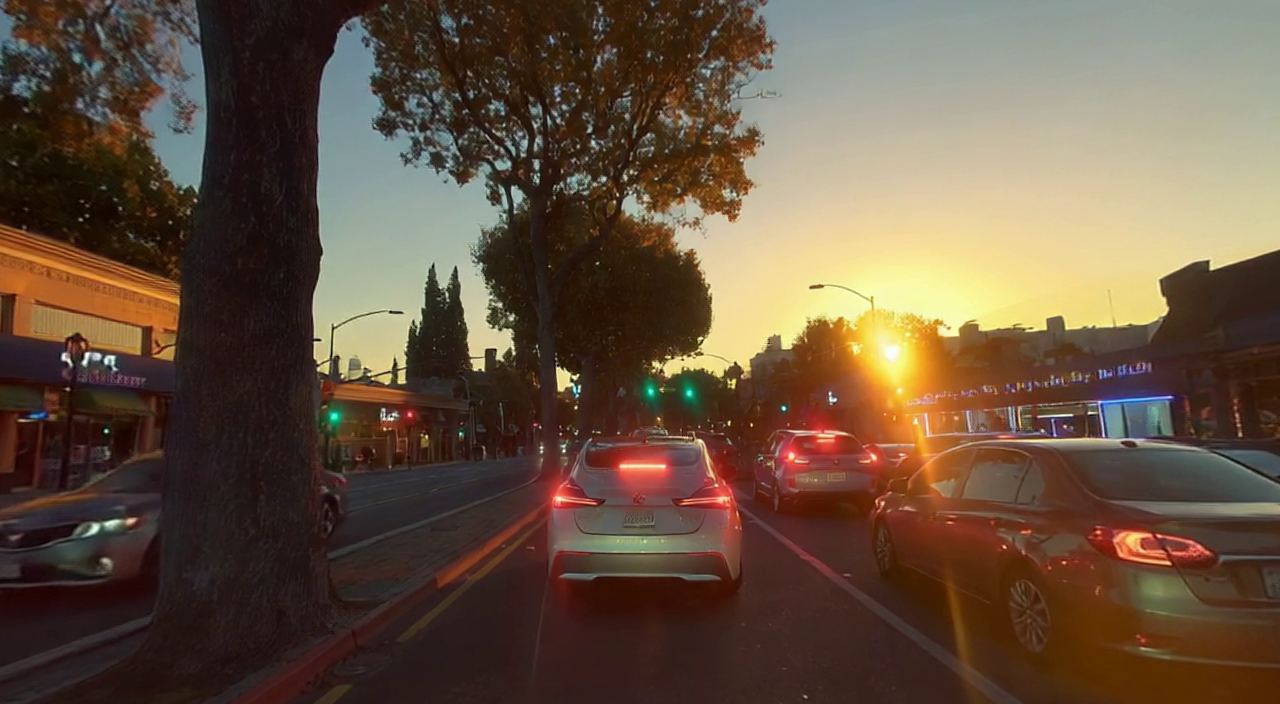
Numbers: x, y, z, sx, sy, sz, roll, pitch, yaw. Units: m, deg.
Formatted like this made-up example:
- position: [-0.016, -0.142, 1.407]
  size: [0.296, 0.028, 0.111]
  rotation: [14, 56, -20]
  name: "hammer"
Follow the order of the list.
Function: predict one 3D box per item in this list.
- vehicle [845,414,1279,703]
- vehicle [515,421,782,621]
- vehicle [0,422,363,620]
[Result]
- position: [3.394, 1.369, 5.305]
  size: [1.988, 1.480, 4.195]
  rotation: [0, -9, 1]
  name: "vehicle"
- position: [0.057, 1.544, 6.614]
  size: [2.006, 1.487, 3.535]
  rotation: [0, -9, 0]
  name: "vehicle"
- position: [-5.227, 1.691, 7.392]
  size: [1.898, 1.542, 4.689]
  rotation: [0, -9, -1]
  name: "vehicle"
